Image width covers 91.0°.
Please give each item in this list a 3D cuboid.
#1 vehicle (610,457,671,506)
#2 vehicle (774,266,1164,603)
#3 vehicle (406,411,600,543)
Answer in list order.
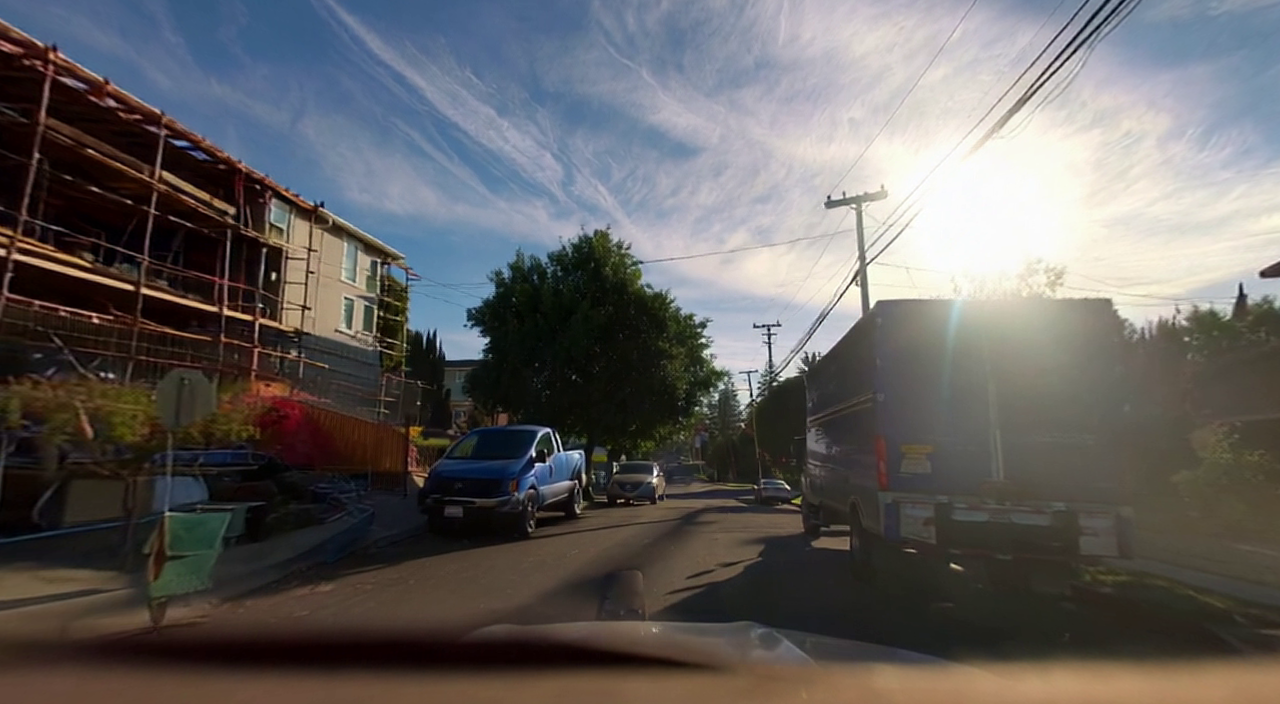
[{"bbox_3d":[0.116,5.807,28.624,2.257,1.916,5.089,-1,-9,6],"label":"vehicle"},{"bbox_3d":[4.726,1.602,12.182,2.915,3.793,9.963,-1,-8,5],"label":"vehicle"},{"bbox_3d":[-2.320,2.181,12.179,2.171,1.910,4.789,-3,-5,7],"label":"vehicle"}]
